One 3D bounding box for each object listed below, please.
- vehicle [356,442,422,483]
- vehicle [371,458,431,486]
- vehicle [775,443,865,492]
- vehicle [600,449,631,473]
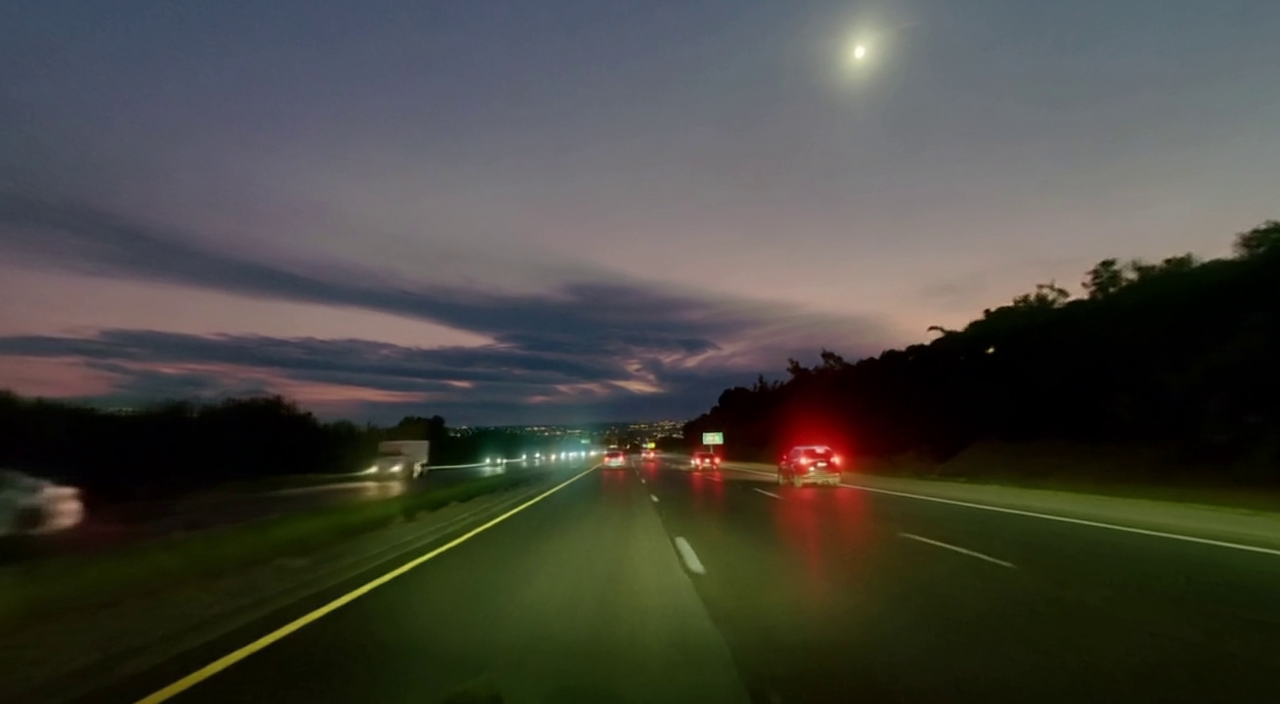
[{"bbox_3d":[-17.615,7.777,44.619,2.368,2.652,5.789,0,-9,-1],"label":"vehicle"},{"bbox_3d":[-13.940,7.011,37.037,1.897,1.488,4.214,0,-9,-1],"label":"vehicle"},{"bbox_3d":[6.239,4.034,22.387,1.903,1.566,3.866,0,-9,-3],"label":"vehicle"},{"bbox_3d":[-1.632,7.388,42.900,2.021,1.507,4.272,0,-9,-1],"label":"vehicle"}]
